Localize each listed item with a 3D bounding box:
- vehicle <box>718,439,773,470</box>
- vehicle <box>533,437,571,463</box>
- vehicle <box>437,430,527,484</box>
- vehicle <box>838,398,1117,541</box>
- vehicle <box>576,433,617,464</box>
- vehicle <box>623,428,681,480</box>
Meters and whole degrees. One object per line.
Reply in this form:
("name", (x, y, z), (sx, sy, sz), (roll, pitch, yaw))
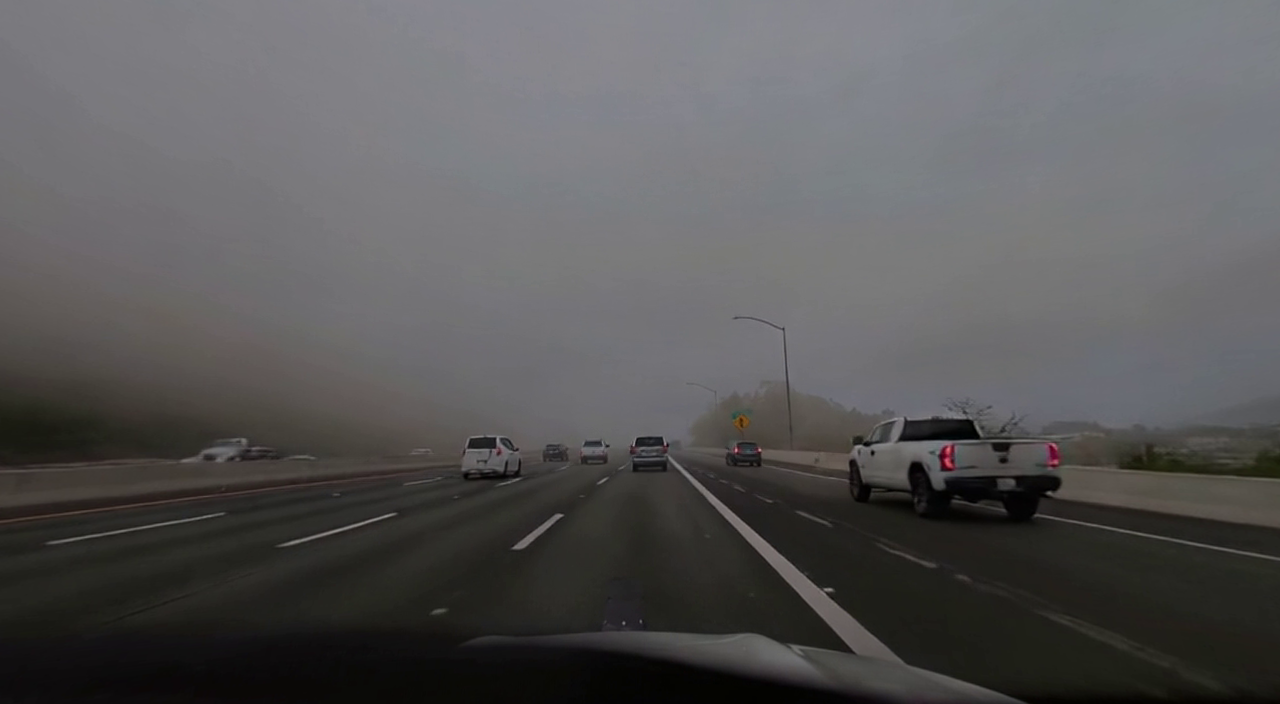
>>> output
("vehicle", (5.344, 5.279, 32.659), (1.998, 1.456, 4.338), (0, -8, -1))
("vehicle", (-6.408, 7.188, 46.469), (2.036, 1.813, 4.564), (0, -8, 1))
("vehicle", (-5.811, 3.937, 23.927), (2.160, 1.799, 5.001), (0, -8, 0))
("vehicle", (5.210, 1.891, 10.733), (2.029, 1.859, 4.669), (0, -8, -2))
("vehicle", (-2.963, 6.745, 44.340), (2.316, 1.999, 5.765), (0, -8, 1))
("vehicle", (0.418, 3.932, 24.508), (2.052, 1.808, 3.898), (0, -8, 0))
